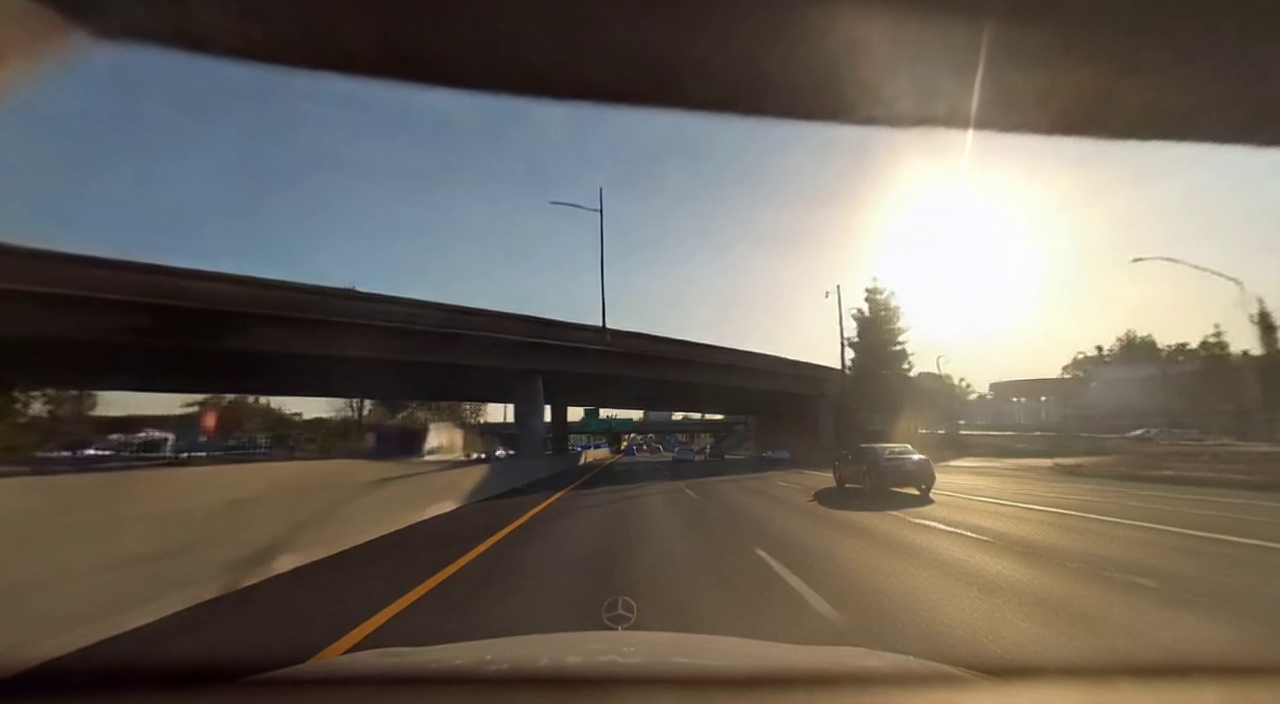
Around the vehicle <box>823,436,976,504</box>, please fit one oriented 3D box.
[{"bbox_3d":[6.424,2.959,16.307,1.952,1.489,4.483,0,-8,-2],"label":"vehicle"}]

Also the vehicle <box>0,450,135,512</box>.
[{"bbox_3d":[-16.832,3.514,17.621,1.776,1.473,4.494,0,-8,-1],"label":"vehicle"}]

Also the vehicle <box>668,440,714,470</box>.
[{"bbox_3d":[2.715,5.646,34.799,1.993,1.507,4.594,0,-8,-2],"label":"vehicle"}]

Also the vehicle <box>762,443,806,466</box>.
[{"bbox_3d":[9.600,6.849,42.451,1.838,1.440,4.121,0,-8,-2],"label":"vehicle"}]
